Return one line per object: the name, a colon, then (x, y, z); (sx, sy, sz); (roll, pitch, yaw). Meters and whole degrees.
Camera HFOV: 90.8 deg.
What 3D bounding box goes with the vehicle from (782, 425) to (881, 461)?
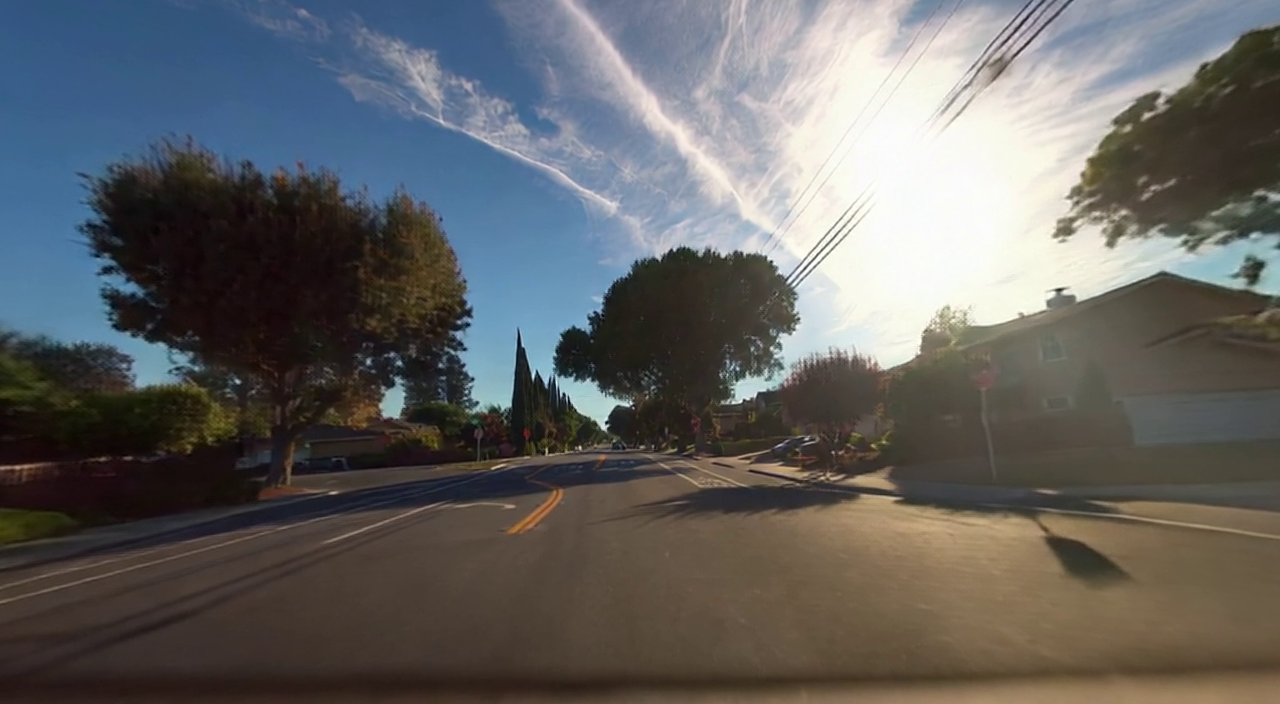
vehicle: (10.140, 4.875, 33.779); (4.544, 1.807, 2.204); (-1, -9, 2)
